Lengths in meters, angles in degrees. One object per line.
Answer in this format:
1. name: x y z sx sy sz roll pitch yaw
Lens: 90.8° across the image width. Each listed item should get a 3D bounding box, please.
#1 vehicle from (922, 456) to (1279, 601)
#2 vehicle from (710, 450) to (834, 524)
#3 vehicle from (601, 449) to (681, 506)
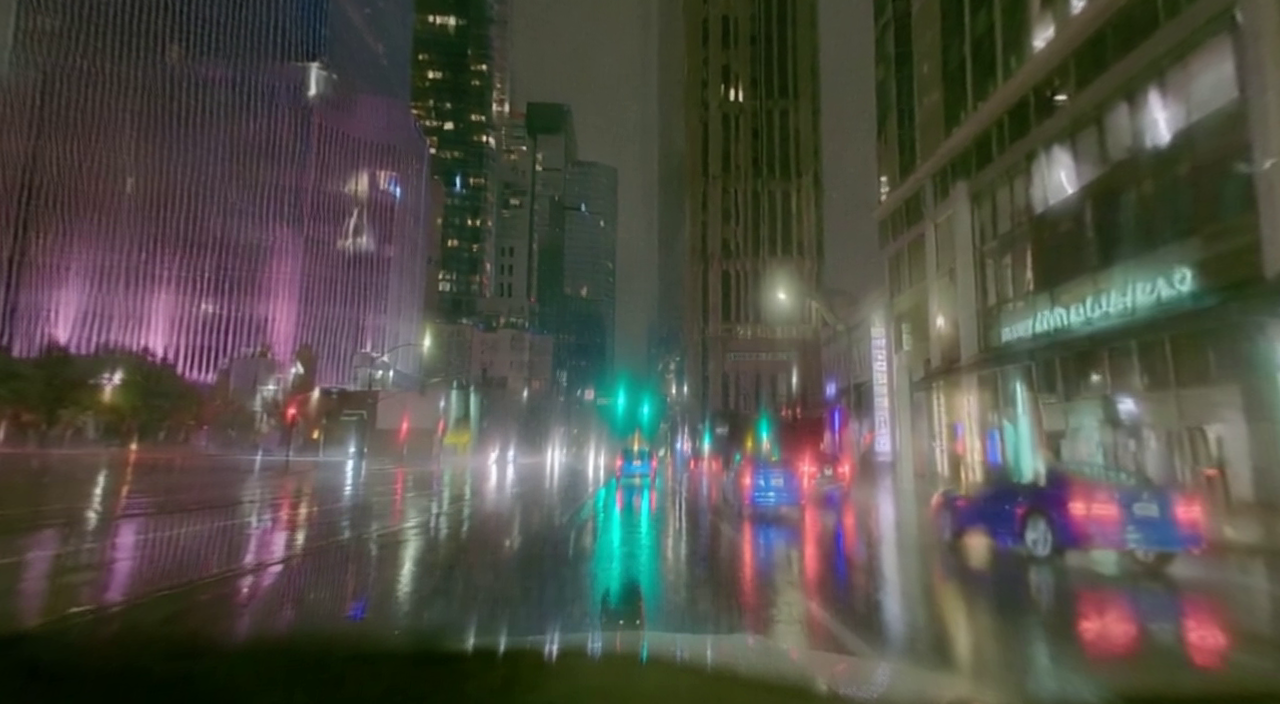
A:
1. vehicle: 6.145 2.288 9.167 1.914 1.484 4.639 1 -9 -1
2. vehicle: 2.987 3.156 15.335 1.987 1.484 4.427 1 -9 -1
3. vehicle: 0.019 3.644 18.758 2.096 1.457 4.160 1 -9 0
